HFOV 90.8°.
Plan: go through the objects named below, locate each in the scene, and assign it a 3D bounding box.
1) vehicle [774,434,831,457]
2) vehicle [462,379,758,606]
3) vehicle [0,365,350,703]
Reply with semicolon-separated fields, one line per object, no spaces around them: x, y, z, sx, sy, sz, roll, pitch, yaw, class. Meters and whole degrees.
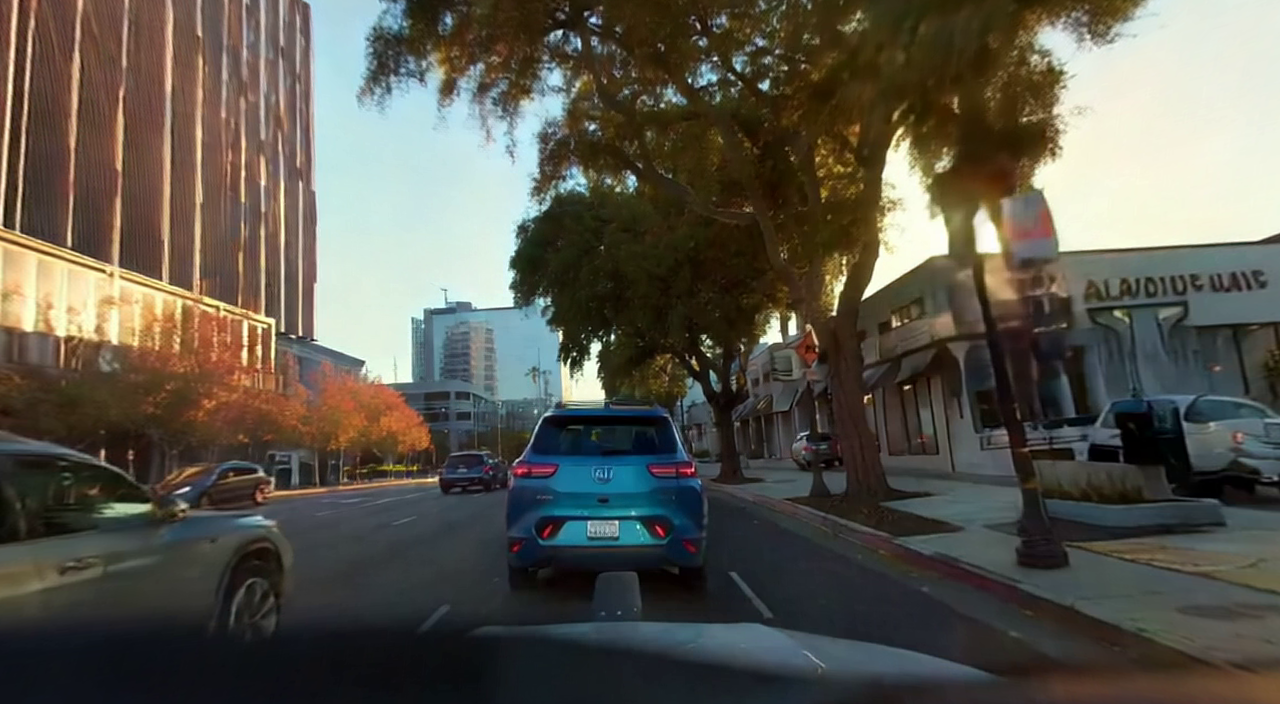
10.461;5.990;40.427;1.877;1.416;3.965;-8;-12;41;vehicle
-0.340;1.522;7.716;2.531;1.930;4.382;0;-8;-2;vehicle
-3.340;0.997;3.004;1.971;1.658;4.428;0;-8;-3;vehicle
